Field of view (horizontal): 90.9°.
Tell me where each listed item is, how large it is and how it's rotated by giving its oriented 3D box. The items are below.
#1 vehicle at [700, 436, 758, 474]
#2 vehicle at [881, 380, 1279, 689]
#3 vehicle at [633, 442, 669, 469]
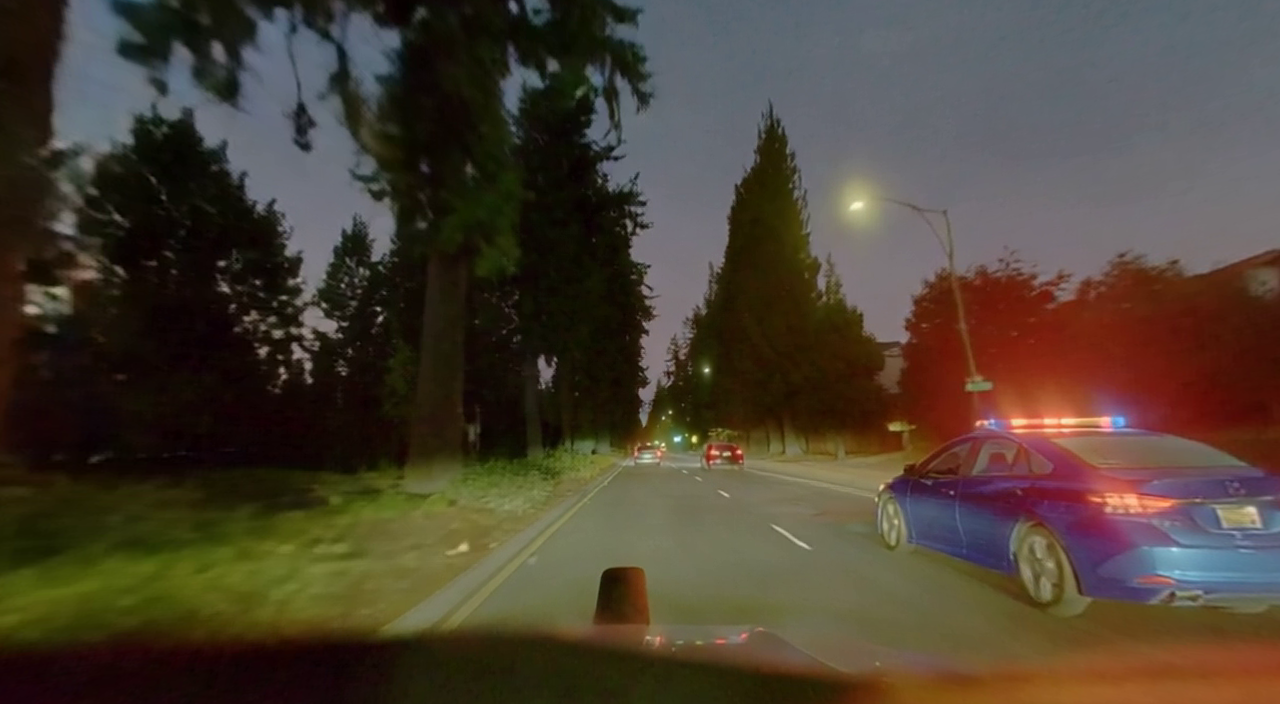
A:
[{"bbox_3d":[4.189,4.926,30.327,2.110,1.666,3.912,0,-9,-1],"label":"vehicle"},{"bbox_3d":[3.956,1.277,5.499,2.052,1.639,4.123,0,-9,0],"label":"vehicle"},{"bbox_3d":[0.586,6.127,37.537,2.026,1.466,4.282,0,-9,0],"label":"vehicle"}]
